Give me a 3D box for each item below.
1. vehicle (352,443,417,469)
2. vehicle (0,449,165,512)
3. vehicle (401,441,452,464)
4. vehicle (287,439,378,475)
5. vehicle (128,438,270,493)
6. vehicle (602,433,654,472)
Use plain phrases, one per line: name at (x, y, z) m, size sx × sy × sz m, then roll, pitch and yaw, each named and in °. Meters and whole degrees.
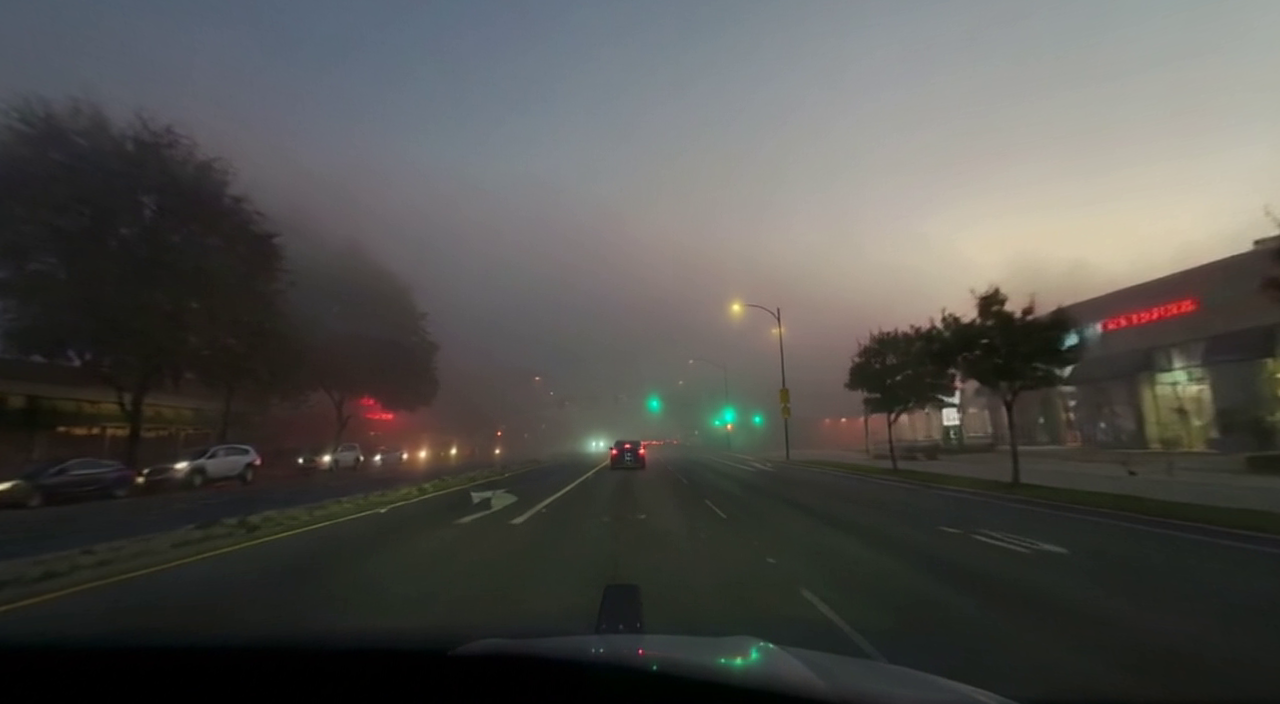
vehicle at (-15.787, 6.442, 39.350) m, size 1.931 × 1.455 × 5.023 m, roll 0°, pitch -9°, yaw 0°
vehicle at (-15.560, 3.369, 17.096) m, size 1.980 × 1.427 × 4.449 m, roll 0°, pitch -9°, yaw -1°
vehicle at (-15.792, 7.438, 46.961) m, size 2.131 × 1.560 × 4.563 m, roll 0°, pitch -9°, yaw 0°
vehicle at (-15.722, 5.389, 32.631) m, size 2.130 × 1.692 × 4.734 m, roll -1°, pitch -9°, yaw 2°
vehicle at (-15.679, 4.059, 22.799) m, size 1.981 × 1.755 × 4.113 m, roll -1°, pitch -9°, yaw 3°
vehicle at (-0.468, 4.226, 26.629) m, size 2.045 × 1.510 × 3.690 m, roll 0°, pitch -9°, yaw 0°
